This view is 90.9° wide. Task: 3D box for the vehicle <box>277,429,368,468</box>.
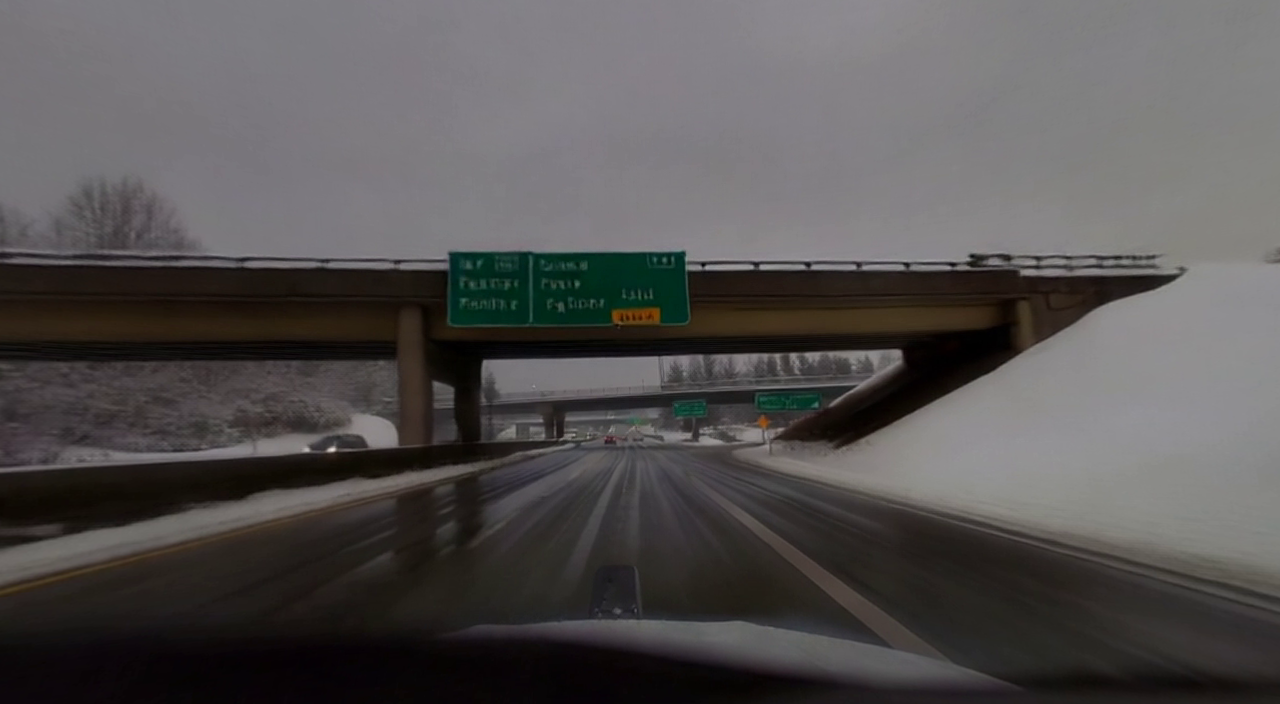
[{"bbox_3d":[-15.730,4.788,31.555,2.112,1.744,4.771,1,-8,-1],"label":"vehicle"}]
